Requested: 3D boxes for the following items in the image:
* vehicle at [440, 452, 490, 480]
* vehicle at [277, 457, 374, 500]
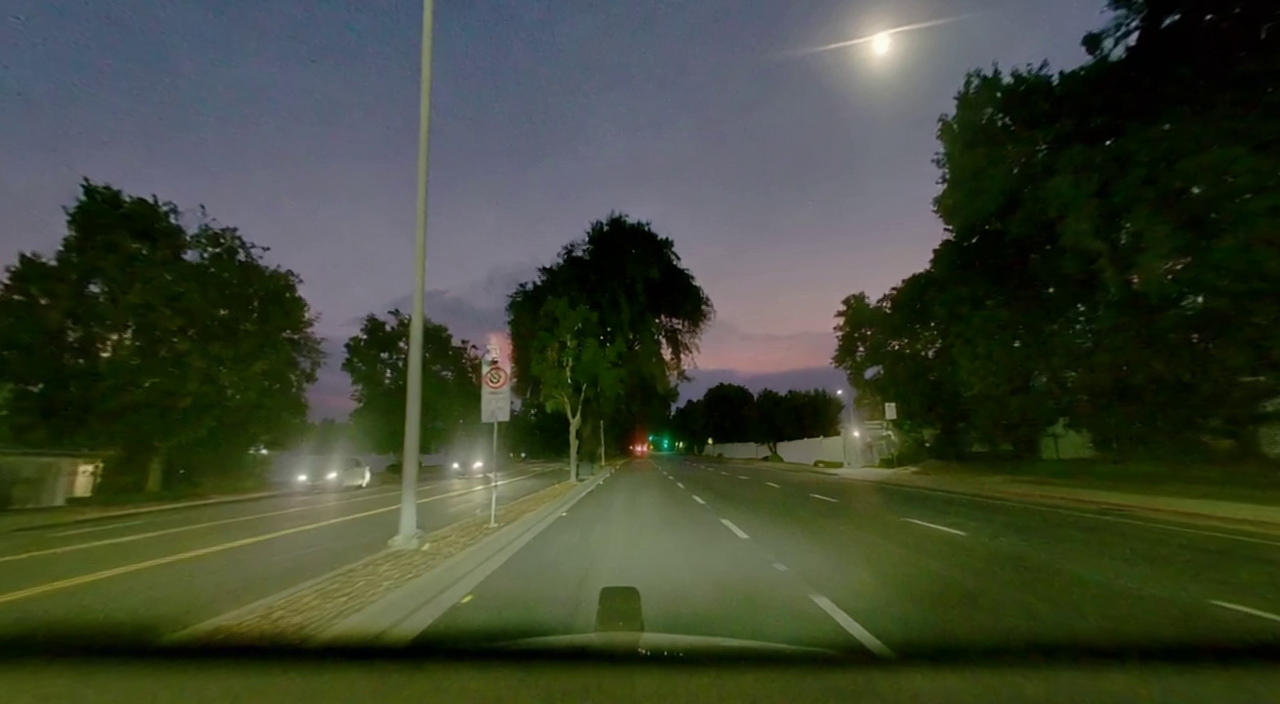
[{"bbox_3d":[-10.811,7.052,39.324,2.011,1.553,4.390,0,-8,-2],"label":"vehicle"},{"bbox_3d":[-14.246,5.715,28.981,2.012,1.653,4.706,0,-8,0],"label":"vehicle"}]
